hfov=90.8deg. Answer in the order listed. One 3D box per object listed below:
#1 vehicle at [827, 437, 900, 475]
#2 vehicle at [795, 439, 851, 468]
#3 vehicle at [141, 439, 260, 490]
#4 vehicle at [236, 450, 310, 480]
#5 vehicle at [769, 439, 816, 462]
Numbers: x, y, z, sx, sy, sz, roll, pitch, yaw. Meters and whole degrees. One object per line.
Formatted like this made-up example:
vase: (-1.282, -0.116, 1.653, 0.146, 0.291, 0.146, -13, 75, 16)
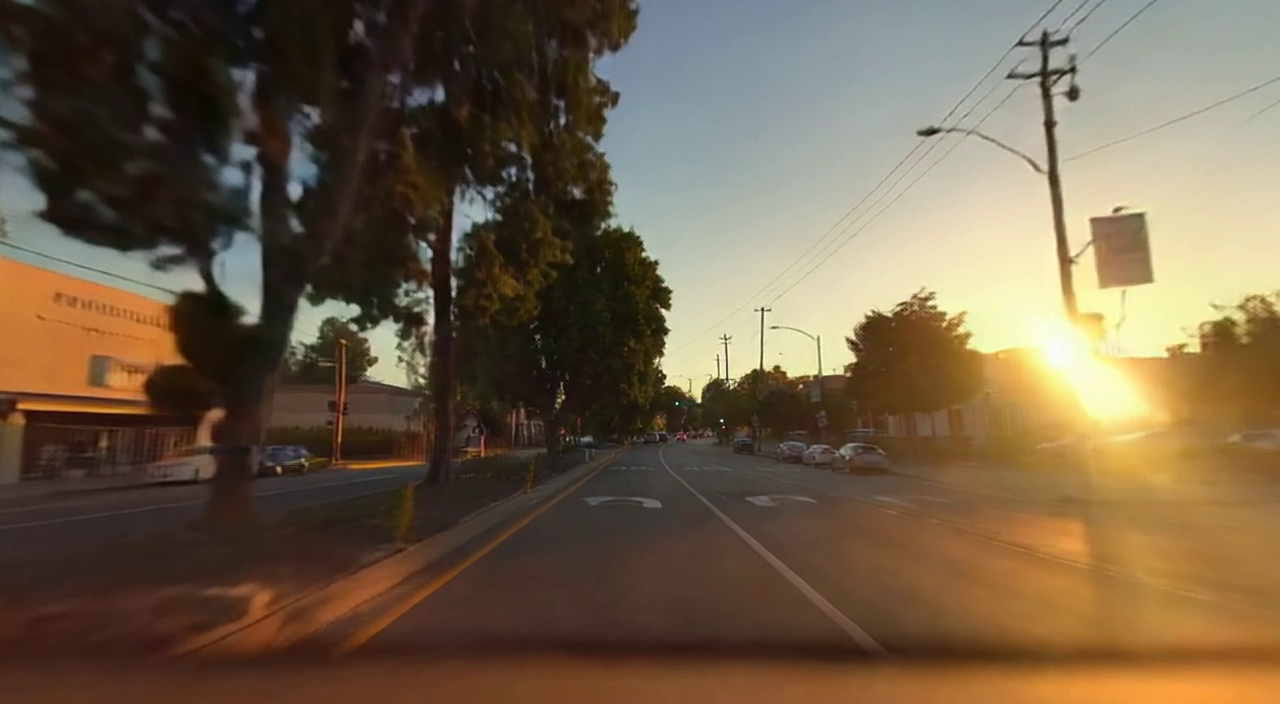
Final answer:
vehicle: (10.129, 4.735, 28.972, 1.901, 1.586, 3.903, 0, -9, 0)
vehicle: (9.863, 5.504, 34.399, 1.726, 1.486, 4.394, 0, -9, -1)
vehicle: (-19.449, 4.990, 28.292, 1.954, 2.000, 4.687, -2, -9, -1)
vehicle: (-19.437, 5.985, 33.637, 1.664, 1.443, 3.701, 0, -9, 0)
vehicle: (10.094, 6.570, 42.176, 1.926, 1.464, 4.436, 0, -9, -1)
